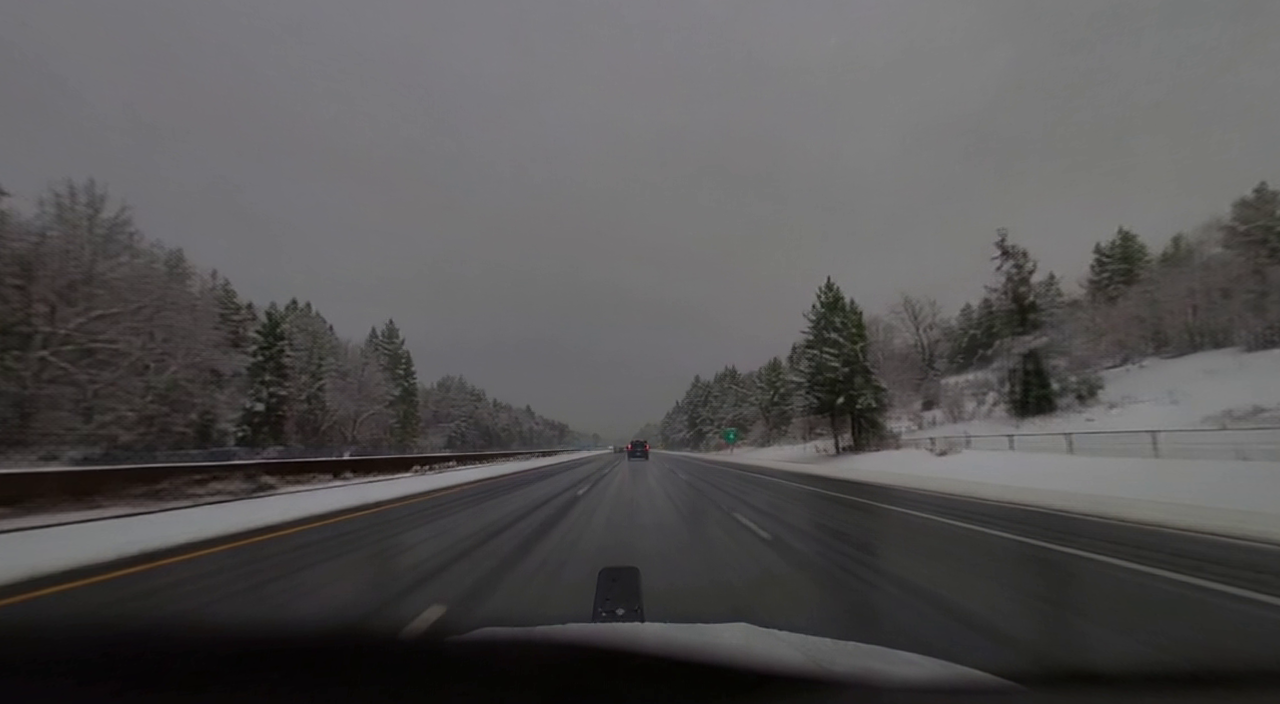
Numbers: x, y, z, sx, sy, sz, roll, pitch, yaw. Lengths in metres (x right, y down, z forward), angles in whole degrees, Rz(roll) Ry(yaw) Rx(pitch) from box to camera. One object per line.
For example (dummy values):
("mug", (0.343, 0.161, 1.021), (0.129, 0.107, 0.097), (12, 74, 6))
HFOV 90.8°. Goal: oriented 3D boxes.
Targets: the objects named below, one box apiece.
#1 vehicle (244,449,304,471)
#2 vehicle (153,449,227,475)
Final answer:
("vehicle", (-28.498, 8.386, 49.329), (1.915, 1.618, 4.602), (0, -9, -1))
("vehicle", (-32.359, 7.880, 45.613), (1.909, 1.733, 4.545), (0, -9, 0))
